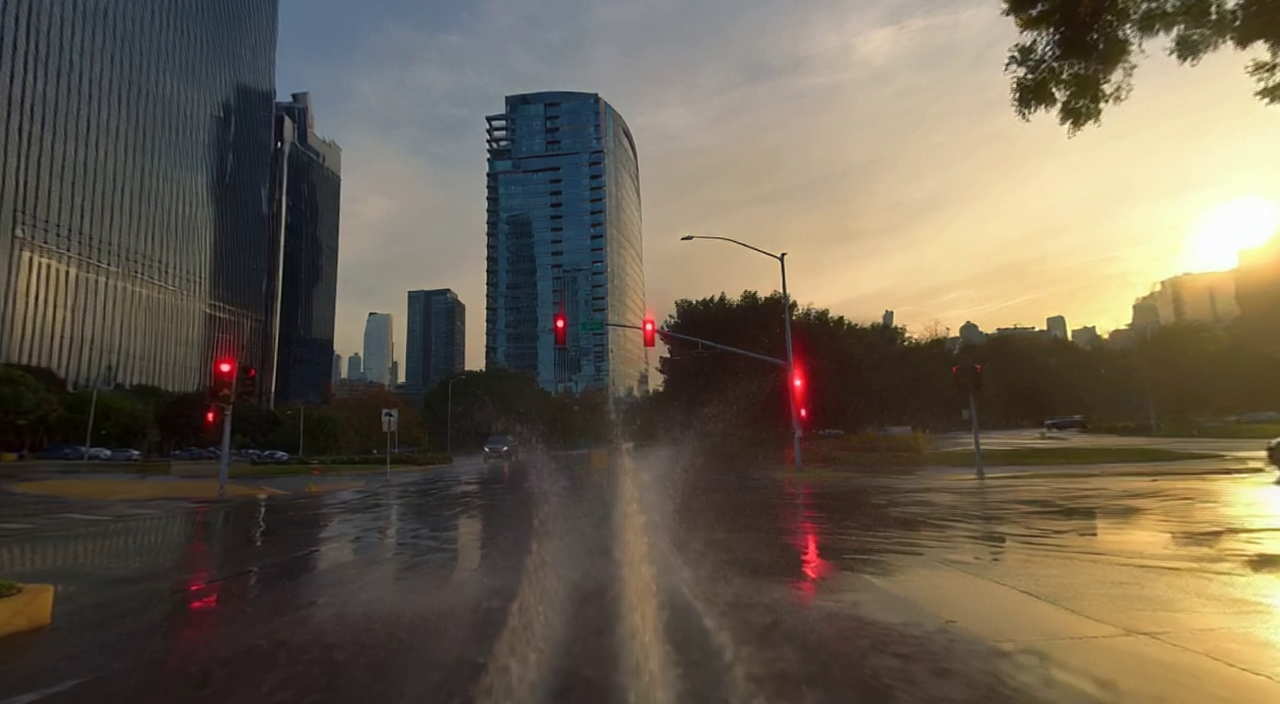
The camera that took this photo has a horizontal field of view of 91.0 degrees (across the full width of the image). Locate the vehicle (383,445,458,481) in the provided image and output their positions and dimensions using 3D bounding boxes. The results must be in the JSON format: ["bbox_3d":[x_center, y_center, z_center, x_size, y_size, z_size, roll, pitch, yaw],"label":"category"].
[{"bbox_3d":[-11.672,5.933,33.939,2.069,1.771,4.947,0,-9,3],"label":"vehicle"}]
